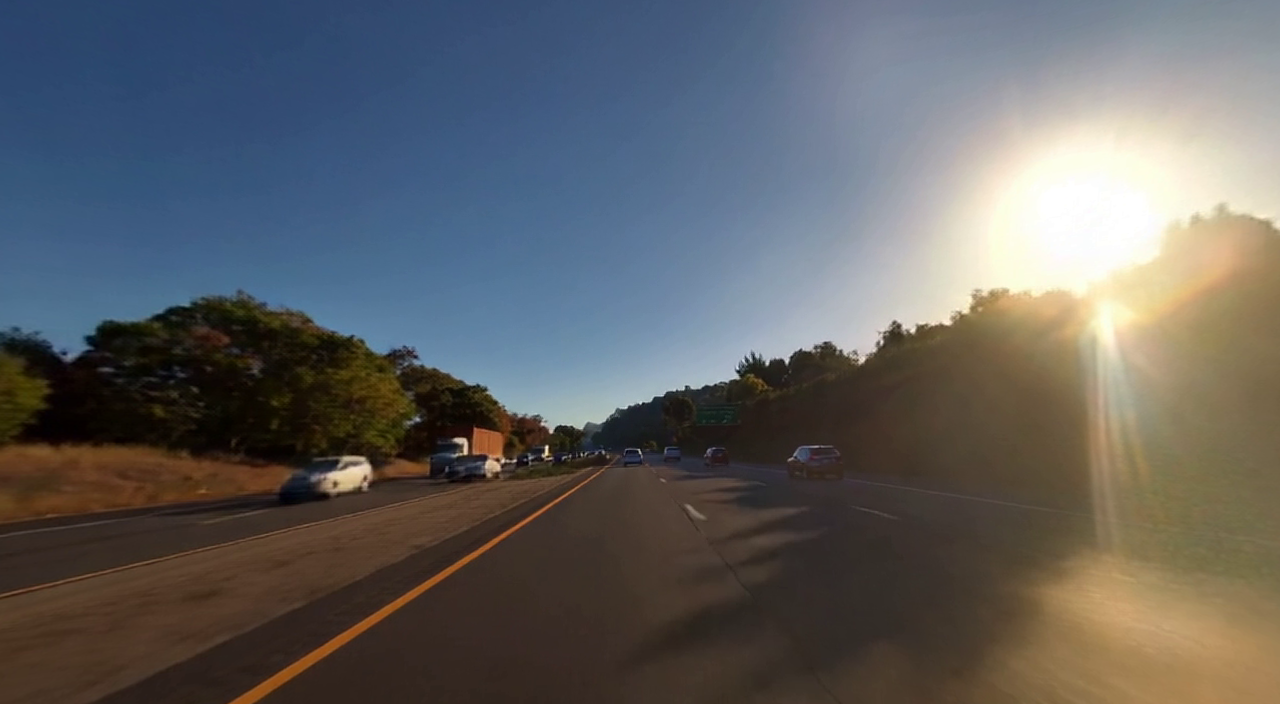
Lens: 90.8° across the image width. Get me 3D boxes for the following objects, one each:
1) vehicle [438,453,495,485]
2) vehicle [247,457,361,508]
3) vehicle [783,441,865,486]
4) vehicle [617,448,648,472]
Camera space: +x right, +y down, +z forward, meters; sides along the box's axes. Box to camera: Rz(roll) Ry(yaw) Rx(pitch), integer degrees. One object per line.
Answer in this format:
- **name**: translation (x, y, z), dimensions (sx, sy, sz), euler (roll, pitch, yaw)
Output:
- **vehicle**: translation (-9.031, 6.114, 33.216), dimensions (1.857, 1.511, 3.838), euler (-1, -9, 1)
- **vehicle**: translation (-12.443, 4.806, 23.737), dimensions (1.897, 1.659, 4.306), euler (0, -9, 0)
- **vehicle**: translation (7.044, 4.295, 24.588), dimensions (1.903, 1.566, 3.866), euler (0, -9, -2)
- **vehicle**: translation (-0.479, 7.322, 43.071), dimensions (2.021, 1.507, 4.272), euler (0, -9, 0)
